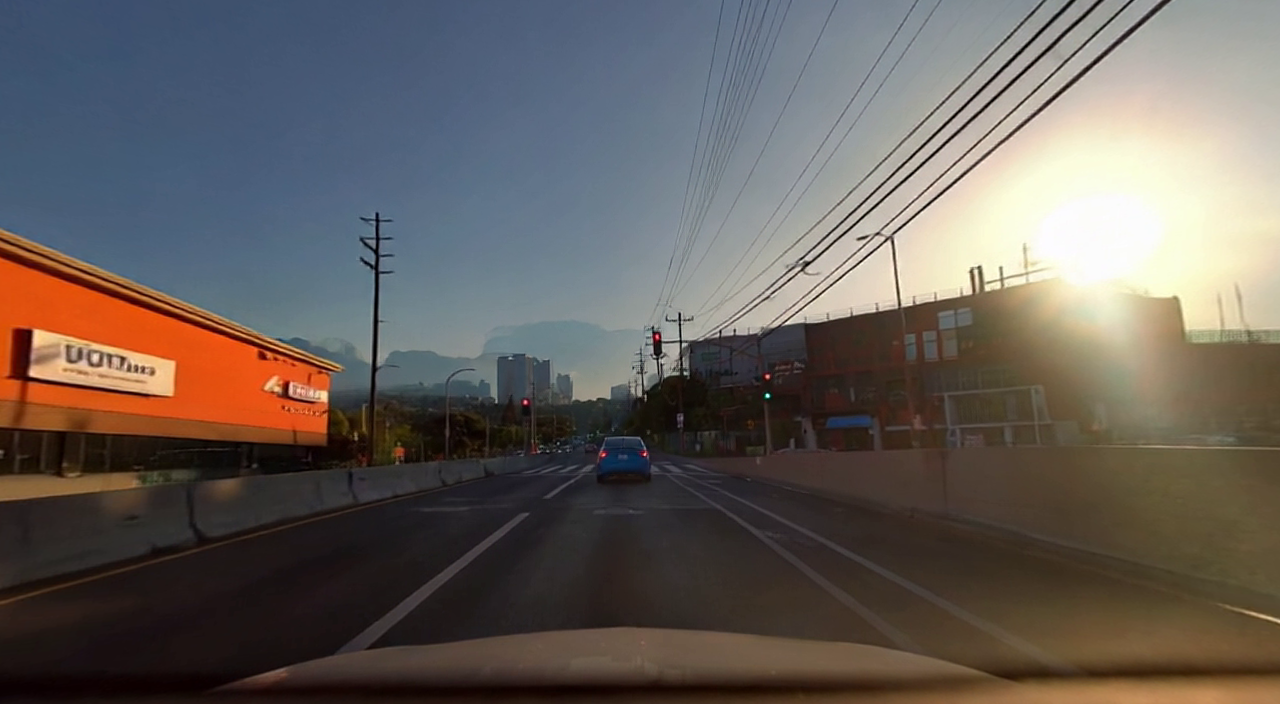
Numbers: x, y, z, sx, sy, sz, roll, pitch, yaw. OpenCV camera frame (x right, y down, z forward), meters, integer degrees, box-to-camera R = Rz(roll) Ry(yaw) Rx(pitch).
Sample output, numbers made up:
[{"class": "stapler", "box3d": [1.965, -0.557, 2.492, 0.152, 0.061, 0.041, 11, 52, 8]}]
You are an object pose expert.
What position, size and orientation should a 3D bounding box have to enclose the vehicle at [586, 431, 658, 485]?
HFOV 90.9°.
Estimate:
[{"class": "vehicle", "box3d": [-0.568, 3.390, 20.500, 2.123, 1.566, 3.662, 0, -8, -1]}]
